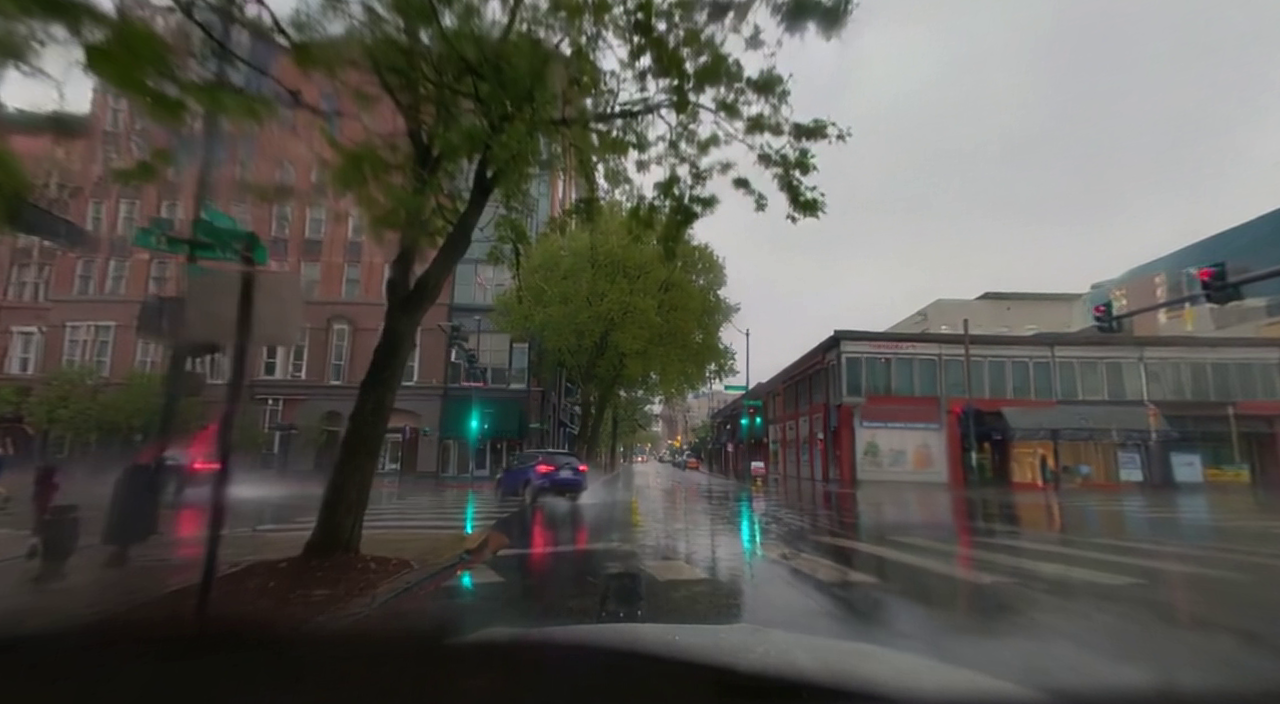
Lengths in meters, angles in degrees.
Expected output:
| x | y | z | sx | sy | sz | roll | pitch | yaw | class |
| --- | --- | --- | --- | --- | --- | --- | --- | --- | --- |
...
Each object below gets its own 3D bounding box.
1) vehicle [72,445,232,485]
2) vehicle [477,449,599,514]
| x | y | z | sx | sy | sz | roll | pitch | yaw | class |
| --- | --- | --- | --- | --- | --- | --- | --- | --- | --- |
| -18.844 | 4.373 | 24.555 | 4.627 | 1.468 | 1.871 | -1 | -9 | 0 | vehicle |
| -2.924 | 3.402 | 17.189 | 2.106 | 1.482 | 4.459 | 4 | -10 | -25 | vehicle |
